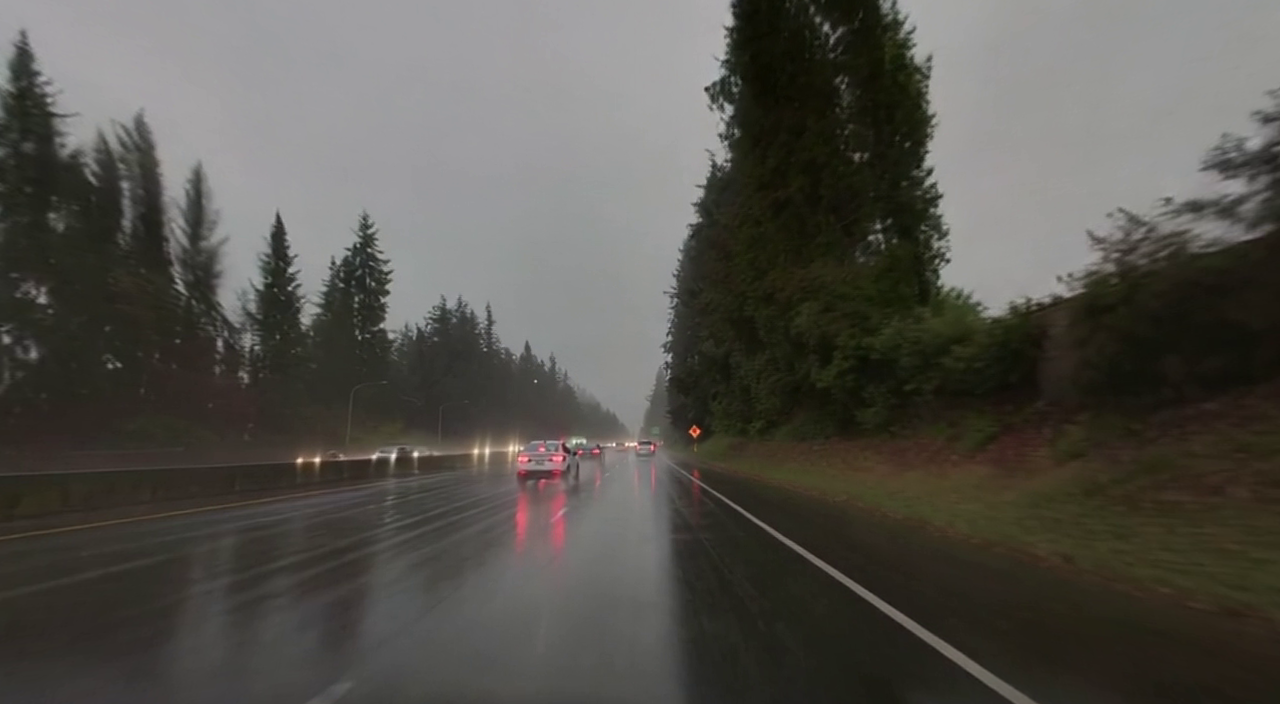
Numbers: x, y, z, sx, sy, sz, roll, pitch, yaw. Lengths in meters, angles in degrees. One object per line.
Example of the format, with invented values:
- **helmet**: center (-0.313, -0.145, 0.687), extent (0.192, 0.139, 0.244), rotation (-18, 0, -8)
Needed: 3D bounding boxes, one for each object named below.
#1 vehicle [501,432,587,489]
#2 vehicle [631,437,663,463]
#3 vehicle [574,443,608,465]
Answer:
- **vehicle**: center (-3.024, 3.528, 20.737), extent (2.056, 1.679, 4.204), rotation (0, -8, 1)
- **vehicle**: center (0.491, 7.321, 46.955), extent (2.285, 1.797, 4.478), rotation (0, -8, 0)
- **vehicle**: center (-3.401, 7.149, 44.261), extent (2.055, 1.431, 3.921), rotation (0, -8, 1)
